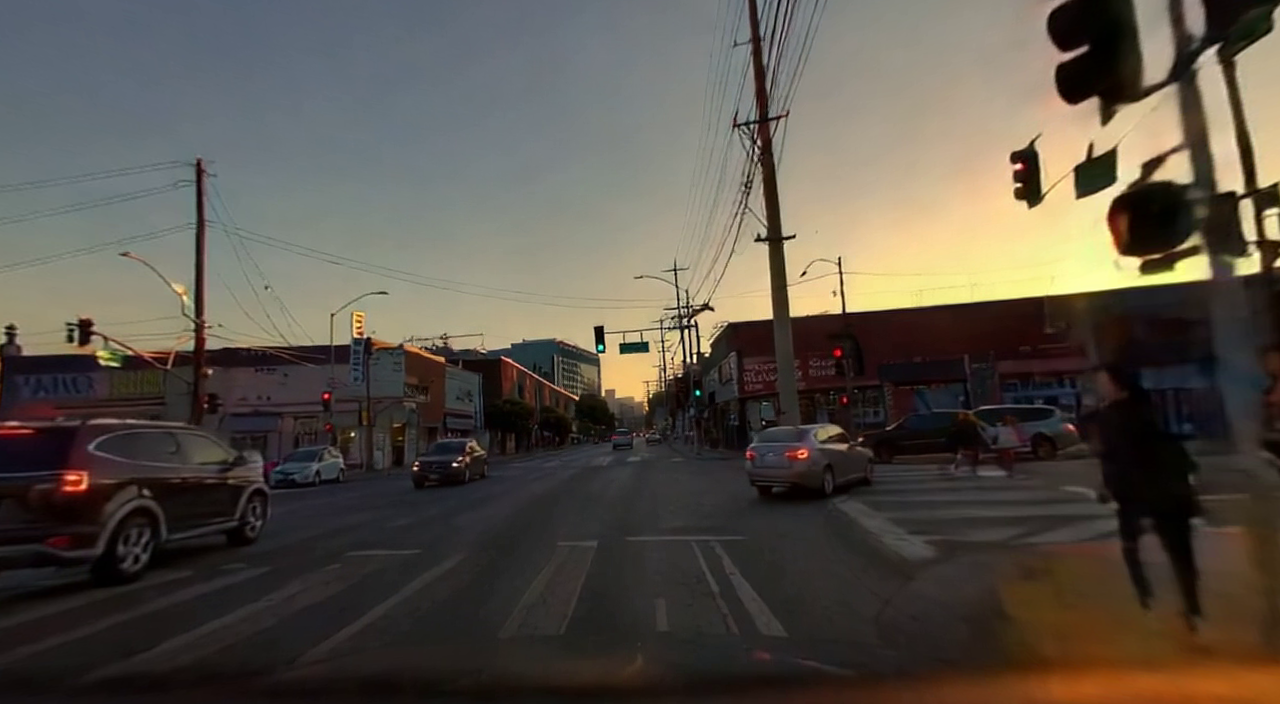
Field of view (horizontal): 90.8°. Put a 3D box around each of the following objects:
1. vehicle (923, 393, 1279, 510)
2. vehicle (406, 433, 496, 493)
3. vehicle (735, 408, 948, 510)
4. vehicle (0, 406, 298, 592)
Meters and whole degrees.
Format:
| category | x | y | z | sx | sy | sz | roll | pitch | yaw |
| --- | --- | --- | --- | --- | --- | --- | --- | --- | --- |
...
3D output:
| category | x | y | z | sx | sy | sz | roll | pitch | yaw |
| --- | --- | --- | --- | --- | --- | --- | --- | --- | --- |
| vehicle | 7.515 | 1.613 | 10.483 | 4.714 | 1.686 | 1.973 | 1 | -8 | -8 |
| vehicle | -5.377 | 3.063 | 17.828 | 2.097 | 1.457 | 4.439 | 2 | -9 | -18 |
| vehicle | 4.040 | 1.946 | 12.309 | 4.260 | 1.497 | 2.059 | 3 | -8 | -44 |
| vehicle | -6.572 | 1.714 | 8.149 | 2.063 | 1.751 | 4.229 | 0 | -9 | -2 |
